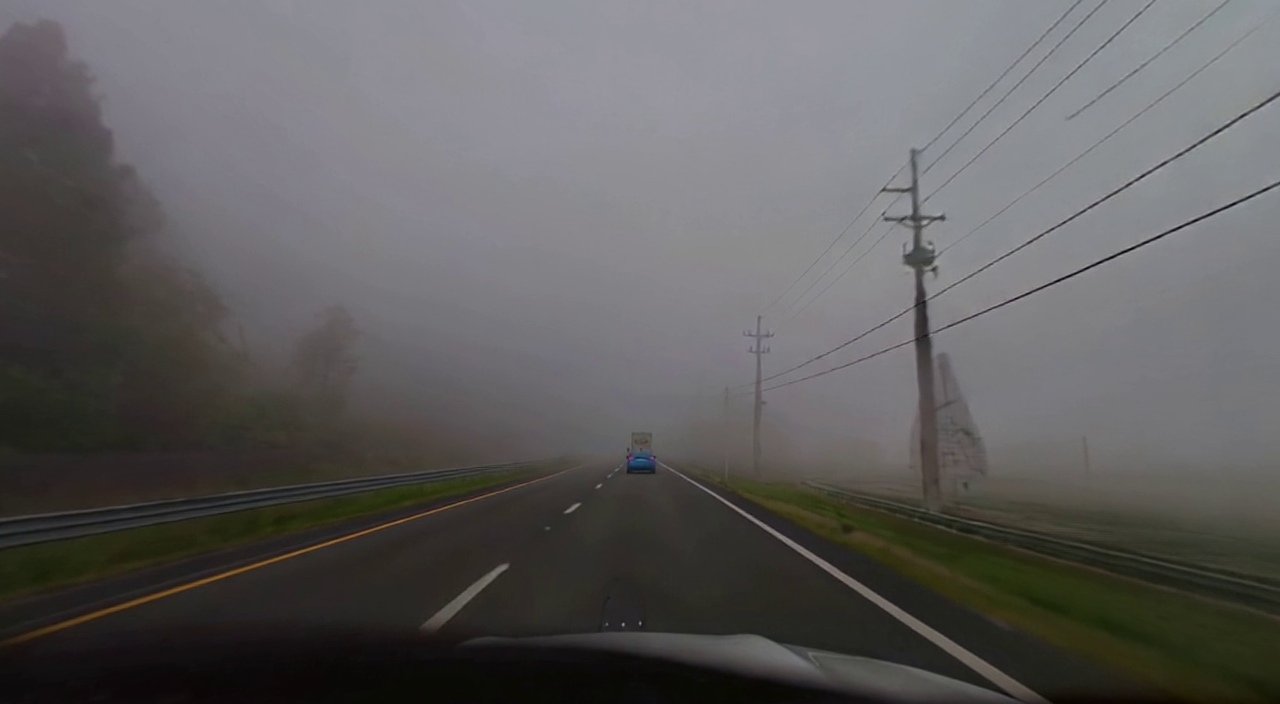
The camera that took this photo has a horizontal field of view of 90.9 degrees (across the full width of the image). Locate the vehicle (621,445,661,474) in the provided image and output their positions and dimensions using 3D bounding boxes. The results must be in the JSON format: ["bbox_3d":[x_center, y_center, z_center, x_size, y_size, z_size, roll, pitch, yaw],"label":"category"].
[{"bbox_3d":[0.026,5.893,34.669,2.080,1.486,3.813,0,-9,-1],"label":"vehicle"}]
